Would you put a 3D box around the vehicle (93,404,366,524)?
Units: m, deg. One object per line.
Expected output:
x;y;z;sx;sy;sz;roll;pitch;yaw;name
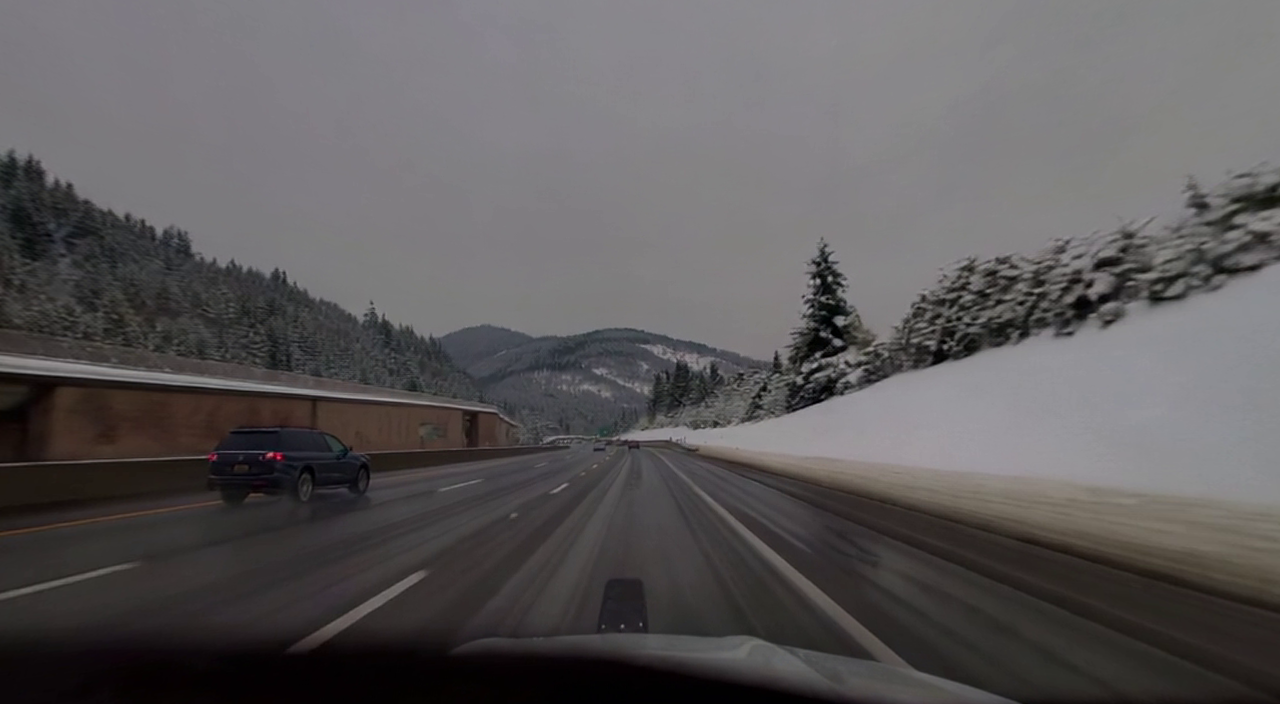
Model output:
-7.725;2.181;12.734;2.151;1.925;4.945;0;-9;0;vehicle
